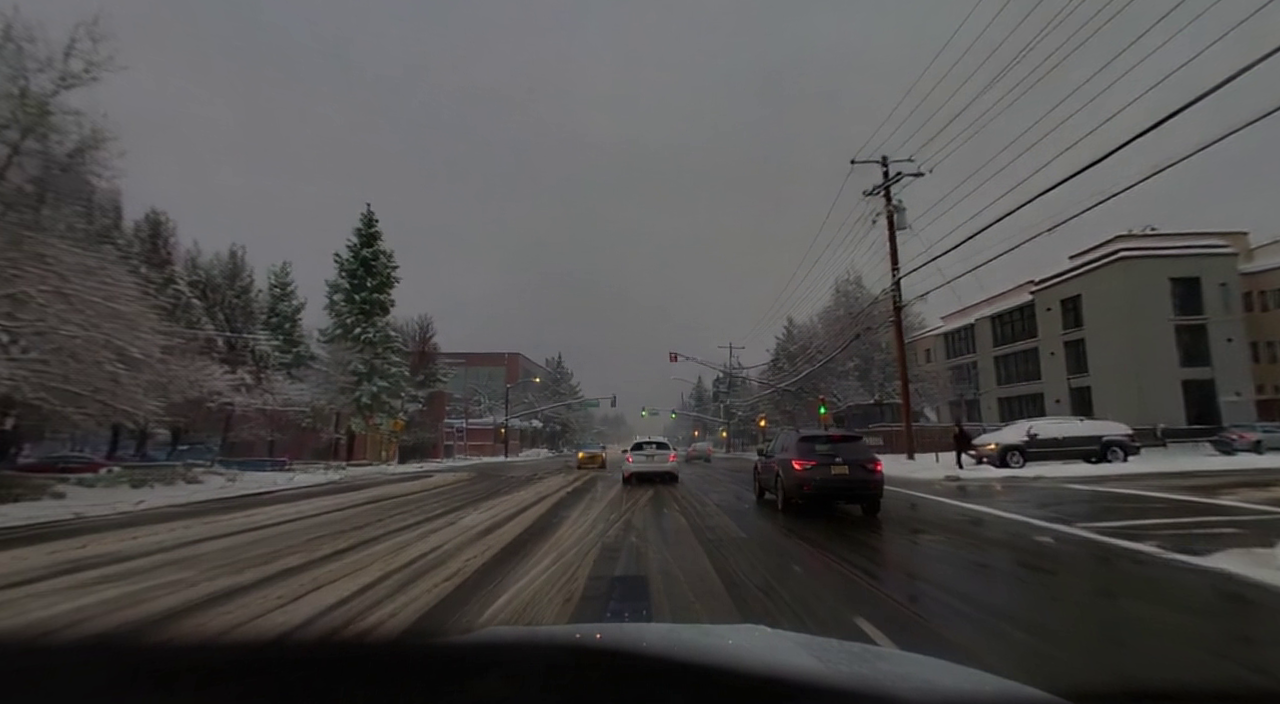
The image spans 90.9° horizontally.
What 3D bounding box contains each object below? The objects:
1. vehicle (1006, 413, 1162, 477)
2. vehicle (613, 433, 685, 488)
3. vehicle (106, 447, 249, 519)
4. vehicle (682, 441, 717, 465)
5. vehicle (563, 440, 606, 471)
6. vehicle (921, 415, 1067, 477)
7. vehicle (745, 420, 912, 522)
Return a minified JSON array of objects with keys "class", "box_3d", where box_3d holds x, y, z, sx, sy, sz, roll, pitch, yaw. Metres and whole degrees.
[{"class":"vehicle","box_3d":[14.286,3.052,20.709,2.146,1.837,4.512,-1,-8,6]},{"class":"vehicle","box_3d":[0.284,3.600,21.236,2.200,1.653,4.127,0,-8,0]},{"class":"vehicle","box_3d":[-11.786,3.337,16.443,2.006,1.510,4.290,2,-10,-23]},{"class":"vehicle","box_3d":[4.025,6.902,43.276,1.880,1.503,4.130,0,-8,-1]},{"class":"vehicle","box_3d":[-2.892,5.455,33.426,2.104,1.488,4.546,0,-8,-4]},{"class":"vehicle","box_3d":[11.671,3.164,21.300,2.238,1.845,4.874,-1,-8,3]},{"class":"vehicle","box_3d":[3.588,2.359,13.030,2.024,1.711,4.512,0,-8,0]}]
